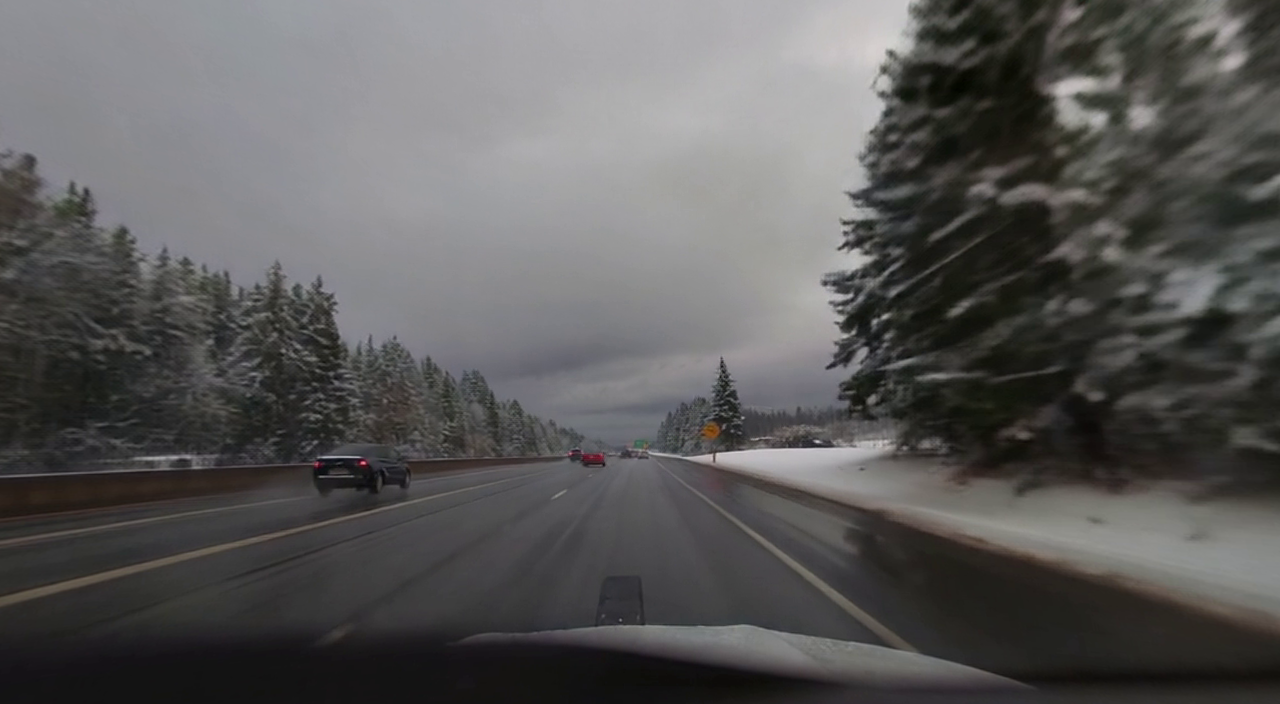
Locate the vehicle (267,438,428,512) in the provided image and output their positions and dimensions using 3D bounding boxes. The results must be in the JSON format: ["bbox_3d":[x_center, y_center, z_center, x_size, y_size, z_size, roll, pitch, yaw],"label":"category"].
[{"bbox_3d":[-7.171,3.031,16.014,2.007,1.616,4.141,0,-9,1],"label":"vehicle"}]

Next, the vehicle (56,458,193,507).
[{"bbox_3d":[-36.250,9.126,44.815,2.859,2.937,8.071,0,-9,0],"label":"vehicle"}]

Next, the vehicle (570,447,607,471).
[{"bbox_3d":[-3.549,7.506,44.277,2.104,1.558,4.639,0,-9,1],"label":"vehicle"}]
